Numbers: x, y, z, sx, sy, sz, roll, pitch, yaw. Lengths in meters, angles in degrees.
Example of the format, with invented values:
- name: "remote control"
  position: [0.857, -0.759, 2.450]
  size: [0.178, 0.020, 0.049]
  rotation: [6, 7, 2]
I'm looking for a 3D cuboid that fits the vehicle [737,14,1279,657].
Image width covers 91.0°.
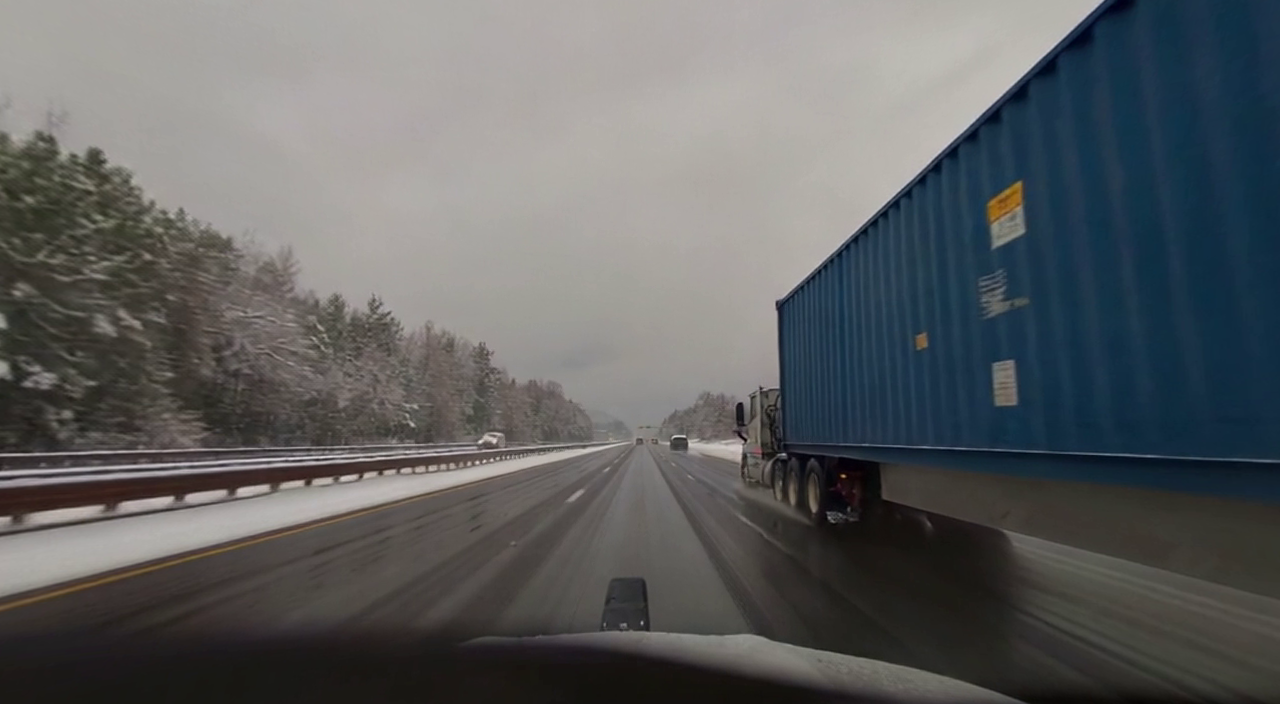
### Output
- name: "vehicle"
  position: [4.027, 0.682, 10.317]
  size: [2.903, 4.003, 13.046]
  rotation: [0, -8, 1]
